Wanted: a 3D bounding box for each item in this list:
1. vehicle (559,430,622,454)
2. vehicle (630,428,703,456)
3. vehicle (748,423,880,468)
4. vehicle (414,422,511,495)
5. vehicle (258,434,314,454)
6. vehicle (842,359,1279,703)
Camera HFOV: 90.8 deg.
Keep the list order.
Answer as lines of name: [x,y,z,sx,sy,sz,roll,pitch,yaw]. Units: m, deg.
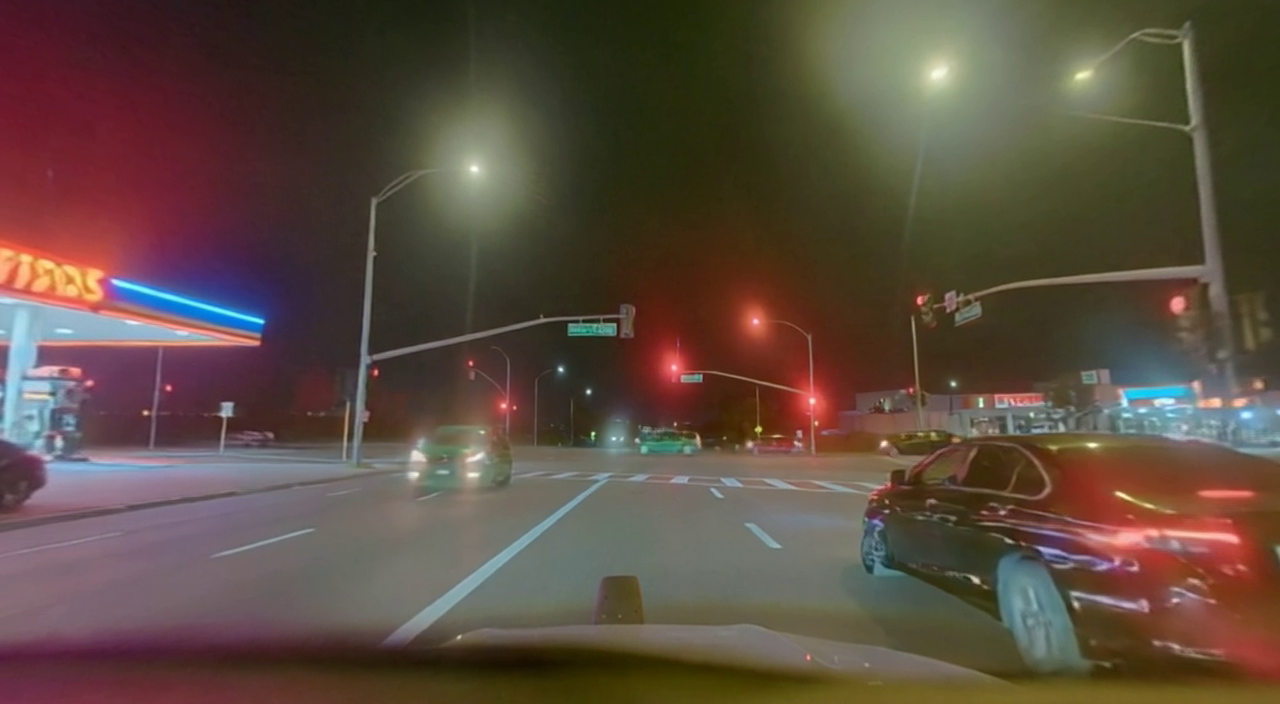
vehicle: [-3.749,6.847,47.733,4.433,1.717,1.839,-5,-10,29]
vehicle: [1.666,5.809,40.693,4.311,1.742,1.864,-5,-10,28]
vehicle: [7.430,4.026,27.146,5.107,1.775,1.992,-5,-10,28]
vehicle: [-4.711,2.879,17.392,2.196,1.696,4.484,1,-9,-12]
vehicle: [-27.472,7.174,48.970,4.670,1.458,1.959,-6,-10,35]
vehicle: [2.990,1.085,3.966,1.995,1.525,4.392,0,-8,0]
